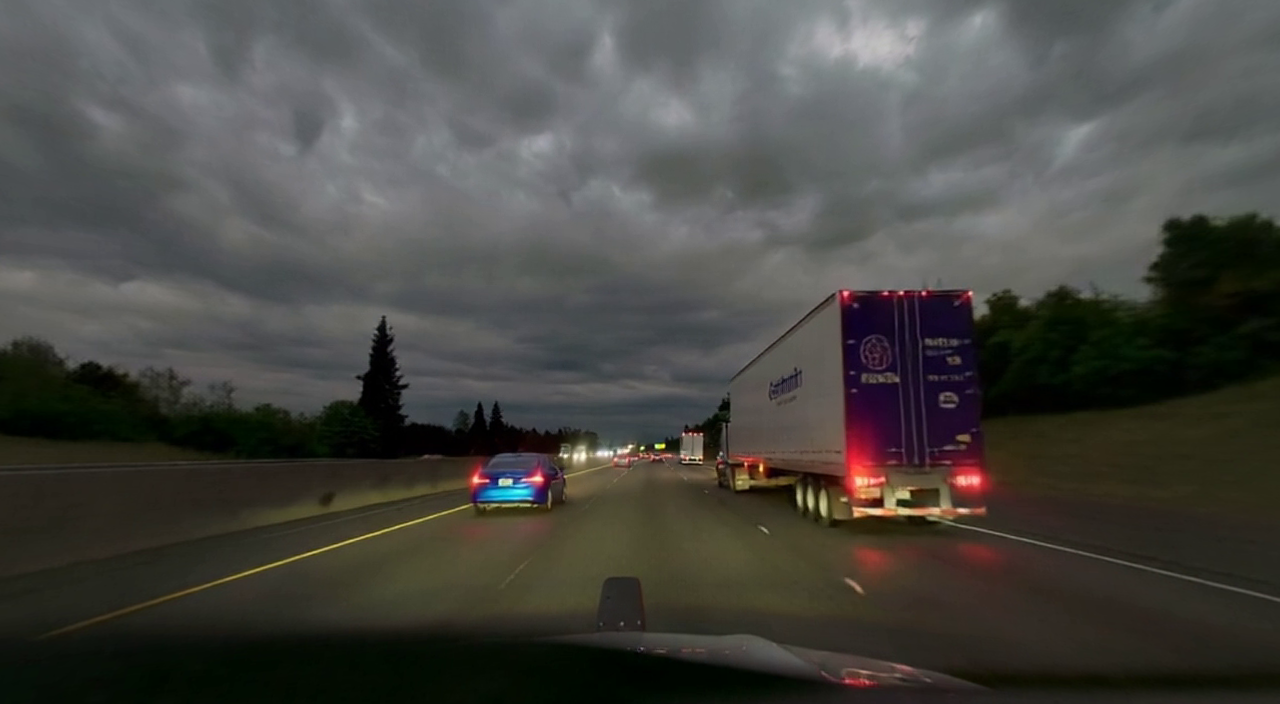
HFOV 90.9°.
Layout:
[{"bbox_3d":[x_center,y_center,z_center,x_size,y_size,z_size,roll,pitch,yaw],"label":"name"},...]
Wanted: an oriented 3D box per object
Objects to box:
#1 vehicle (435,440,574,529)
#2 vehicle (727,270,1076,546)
[{"bbox_3d":[-2.654,2.718,13.509,1.960,1.579,4.384,0,-9,0],"label":"vehicle"},{"bbox_3d":[4.612,1.801,15.838,2.858,3.952,13.731,0,-9,0],"label":"vehicle"}]
